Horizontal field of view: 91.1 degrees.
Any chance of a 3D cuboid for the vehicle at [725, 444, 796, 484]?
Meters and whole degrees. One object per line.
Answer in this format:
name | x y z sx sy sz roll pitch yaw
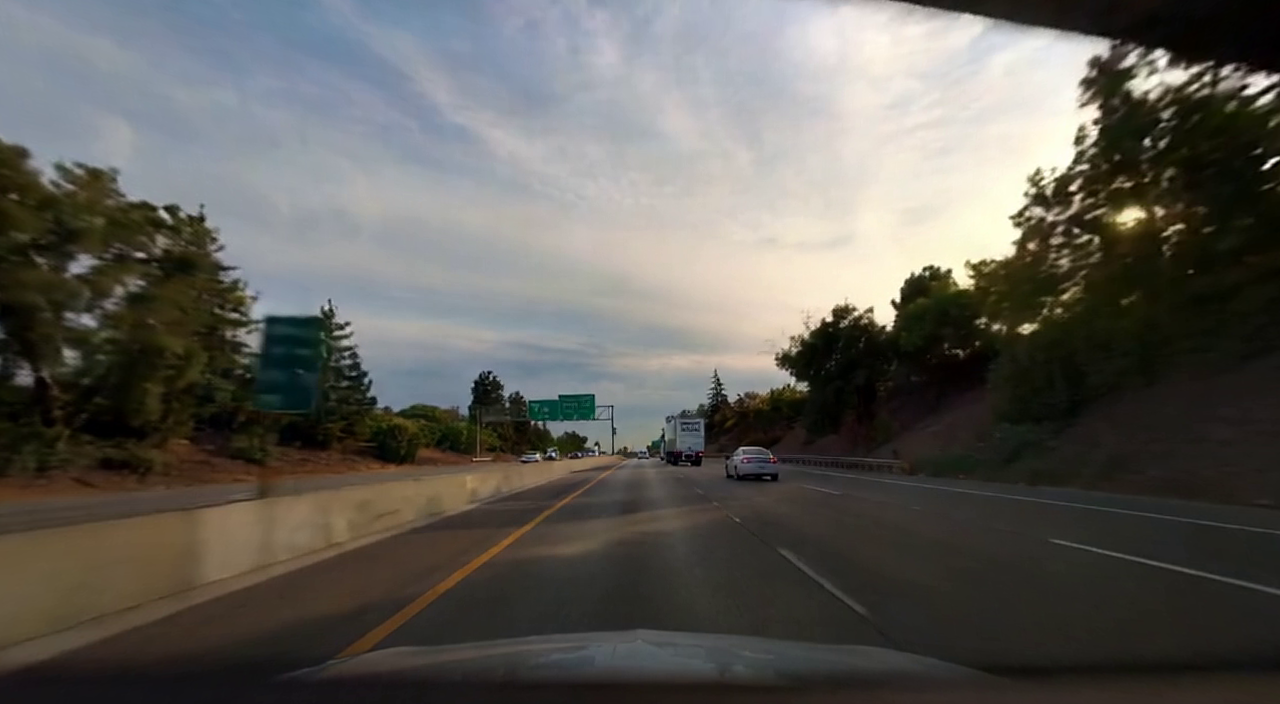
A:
vehicle | 4.797 4.517 25.610 1.917 1.471 4.149 0 -9 -2
